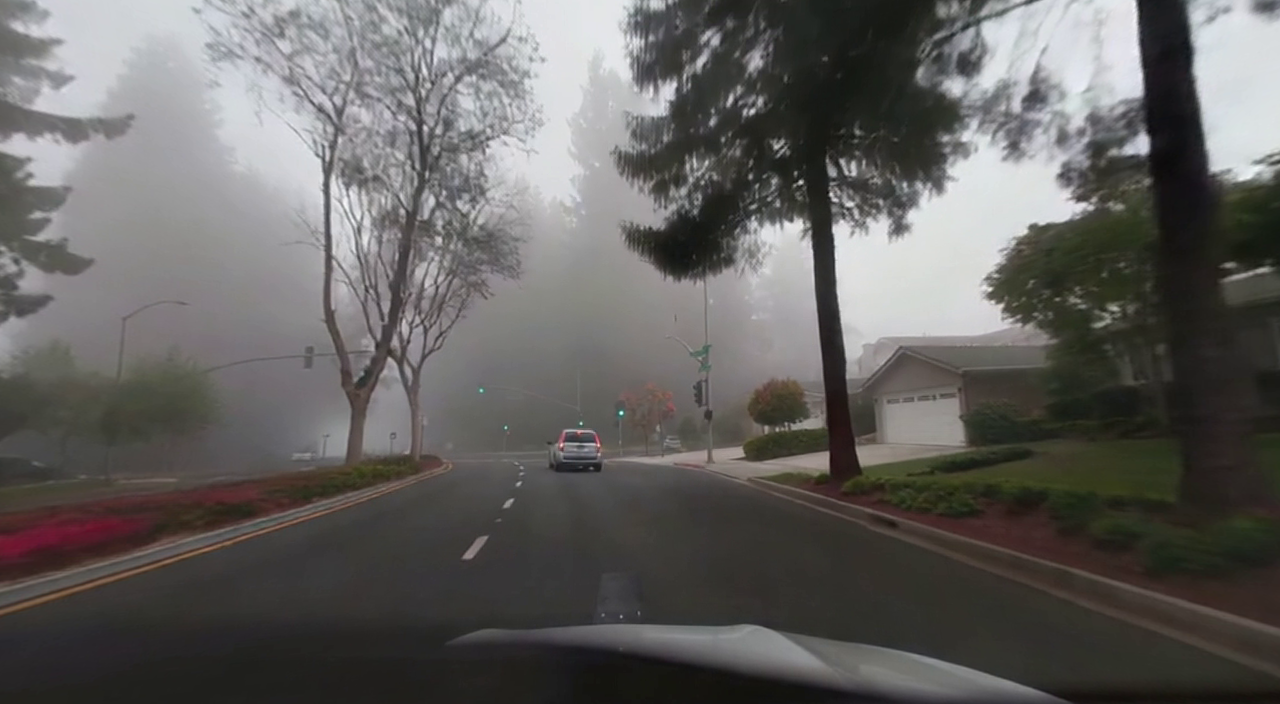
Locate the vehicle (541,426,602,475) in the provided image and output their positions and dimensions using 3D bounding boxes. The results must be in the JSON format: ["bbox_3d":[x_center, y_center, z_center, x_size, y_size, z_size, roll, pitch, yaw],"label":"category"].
[{"bbox_3d":[-2.735,3.807,24.533,1.990,1.707,4.225,1,-8,-11],"label":"vehicle"}]

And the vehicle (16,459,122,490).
[{"bbox_3d":[-34.561,7.405,38.377,4.271,1.640,2.033,3,-9,-27],"label":"vehicle"}]
